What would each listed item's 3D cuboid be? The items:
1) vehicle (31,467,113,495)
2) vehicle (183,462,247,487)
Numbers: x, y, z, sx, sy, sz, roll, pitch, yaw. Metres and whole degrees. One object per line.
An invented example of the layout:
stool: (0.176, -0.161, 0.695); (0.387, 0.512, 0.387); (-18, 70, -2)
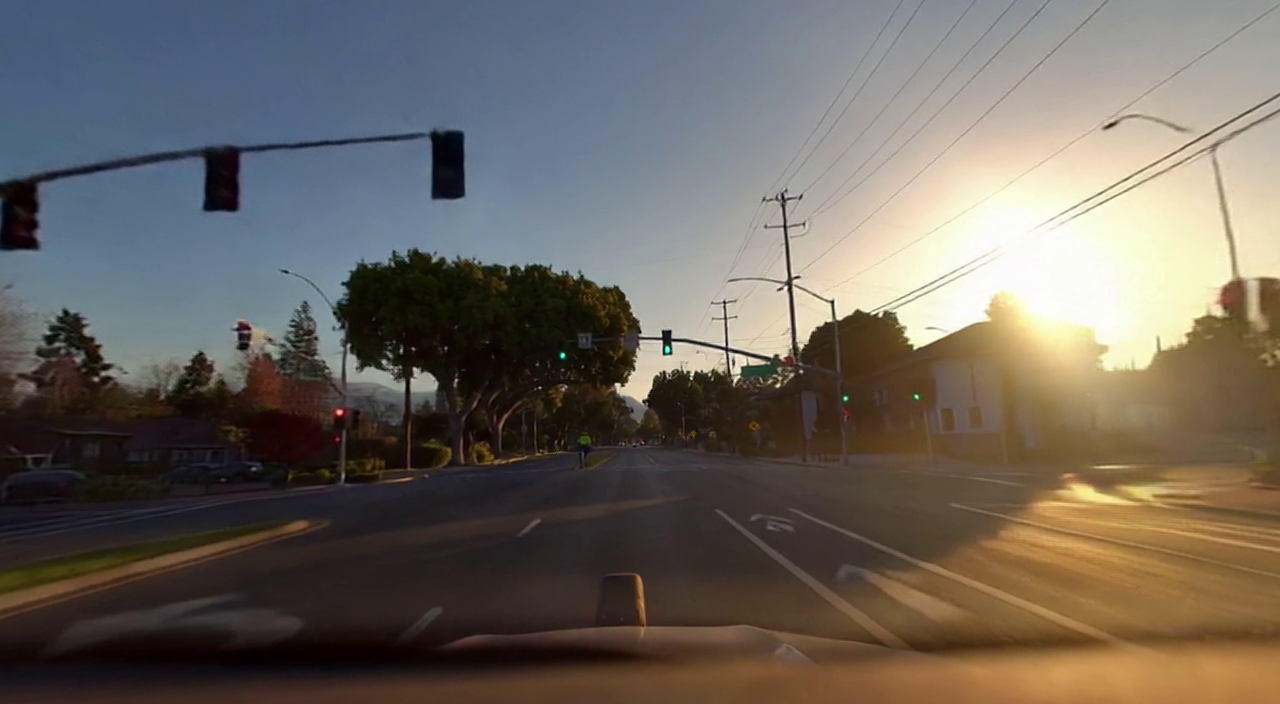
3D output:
vehicle: (-37.072, 8.406, 41.395); (1.857, 1.491, 4.680); (2, -9, -12)
vehicle: (-28.870, 8.313, 43.066); (1.974, 1.457, 4.248); (1, -9, -11)
